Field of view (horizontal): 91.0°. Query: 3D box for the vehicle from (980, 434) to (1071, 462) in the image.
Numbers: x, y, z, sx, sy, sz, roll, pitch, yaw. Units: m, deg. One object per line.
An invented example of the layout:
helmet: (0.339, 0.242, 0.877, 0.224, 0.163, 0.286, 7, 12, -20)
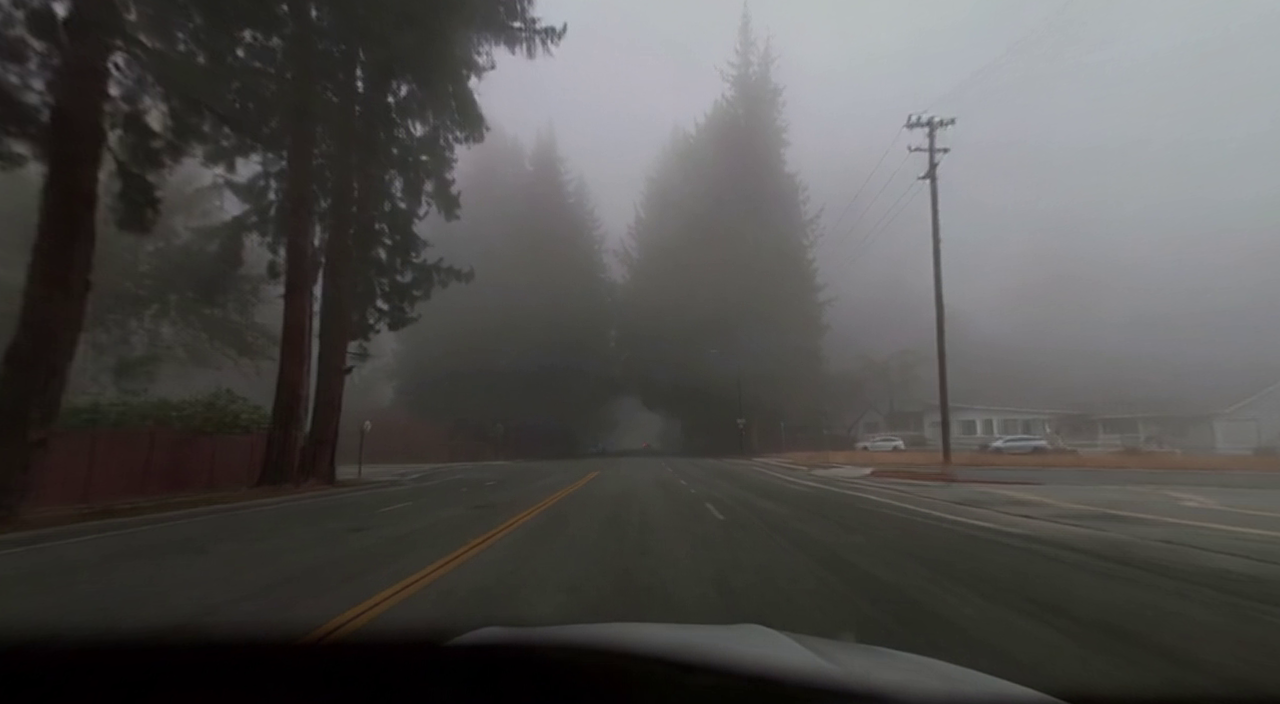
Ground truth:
vehicle: (24.515, 6.139, 40.202, 4.508, 1.687, 2.070, -2, -9, 17)
